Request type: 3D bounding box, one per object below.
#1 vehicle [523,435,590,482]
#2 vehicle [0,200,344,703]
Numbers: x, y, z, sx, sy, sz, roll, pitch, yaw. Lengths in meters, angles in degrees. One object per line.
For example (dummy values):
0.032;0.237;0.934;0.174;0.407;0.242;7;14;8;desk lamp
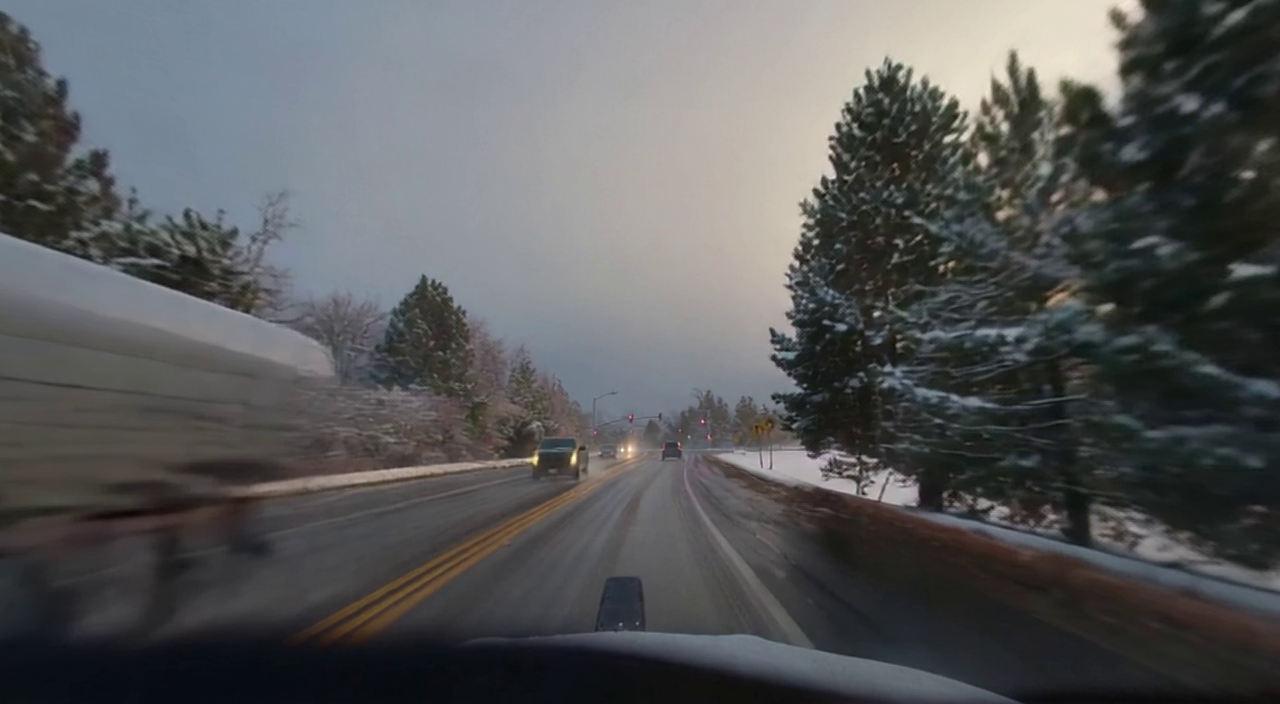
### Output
-3.401;4.439;26.620;2.097;1.791;4.663;-1;-9;1;vehicle
-4.114;0.460;1.932;2.825;2.376;7.468;0;-9;0;vehicle
